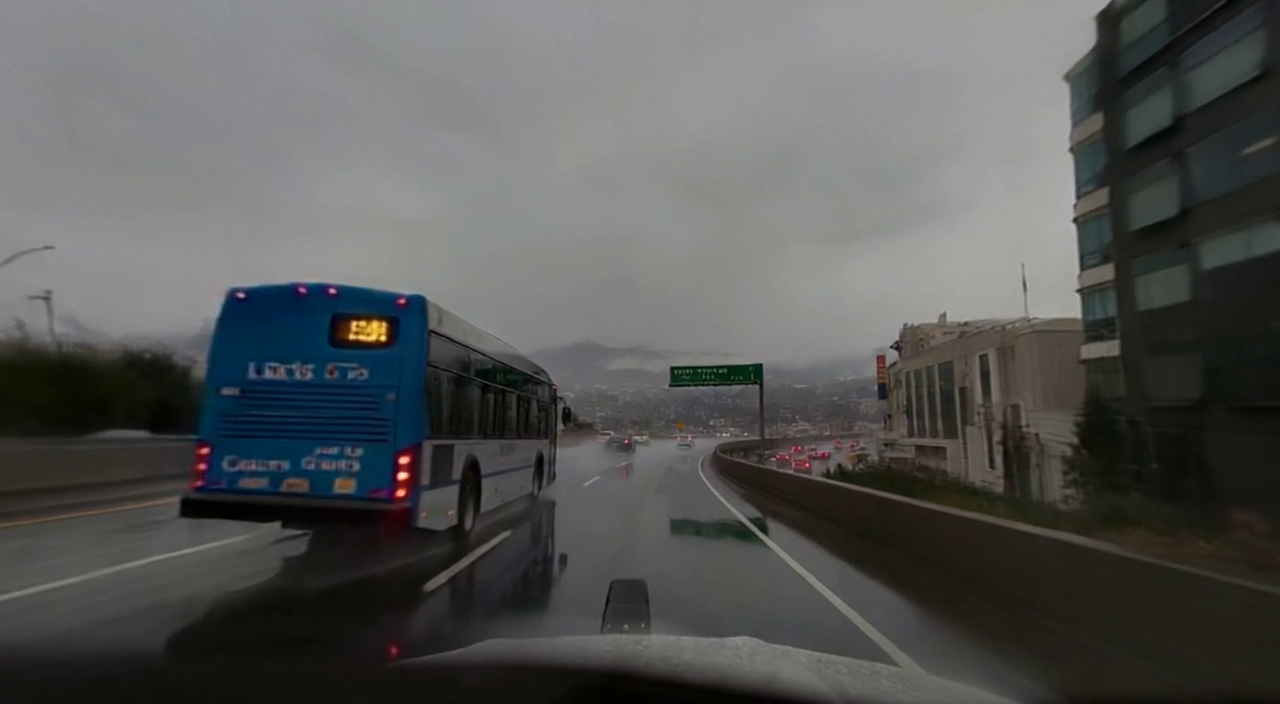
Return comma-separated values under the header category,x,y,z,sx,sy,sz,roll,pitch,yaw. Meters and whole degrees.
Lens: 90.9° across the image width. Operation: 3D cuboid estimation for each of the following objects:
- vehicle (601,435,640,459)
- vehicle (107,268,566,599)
category,x,y,z,sx,sy,sz,roll,pitch,yaw
vehicle,-1.248,6.392,42.376,1.928,1.455,4.361,-1,-9,7
vehicle,-3.180,1.298,9.876,2.888,2.944,8.373,-1,-8,1
